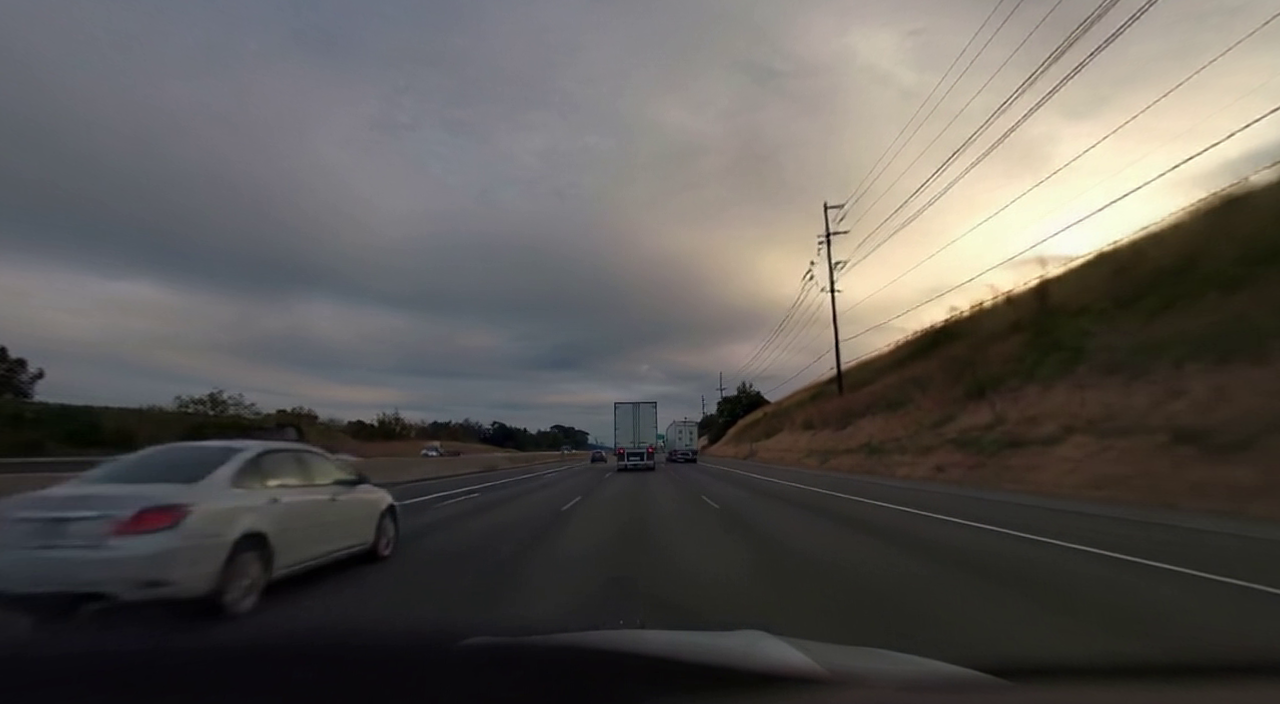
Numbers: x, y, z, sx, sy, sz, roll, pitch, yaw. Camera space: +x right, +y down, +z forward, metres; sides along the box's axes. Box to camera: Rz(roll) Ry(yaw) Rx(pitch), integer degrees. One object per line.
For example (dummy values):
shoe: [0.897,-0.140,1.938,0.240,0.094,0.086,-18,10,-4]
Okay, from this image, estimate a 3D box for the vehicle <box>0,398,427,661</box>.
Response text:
vehicle: [-3.890,1.467,6.265,2.050,1.679,4.253,0,-9,0]

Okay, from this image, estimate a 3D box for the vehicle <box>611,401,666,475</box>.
vehicle: [-0.075,5.584,40.375,2.985,4.025,10.982,0,-9,0]
